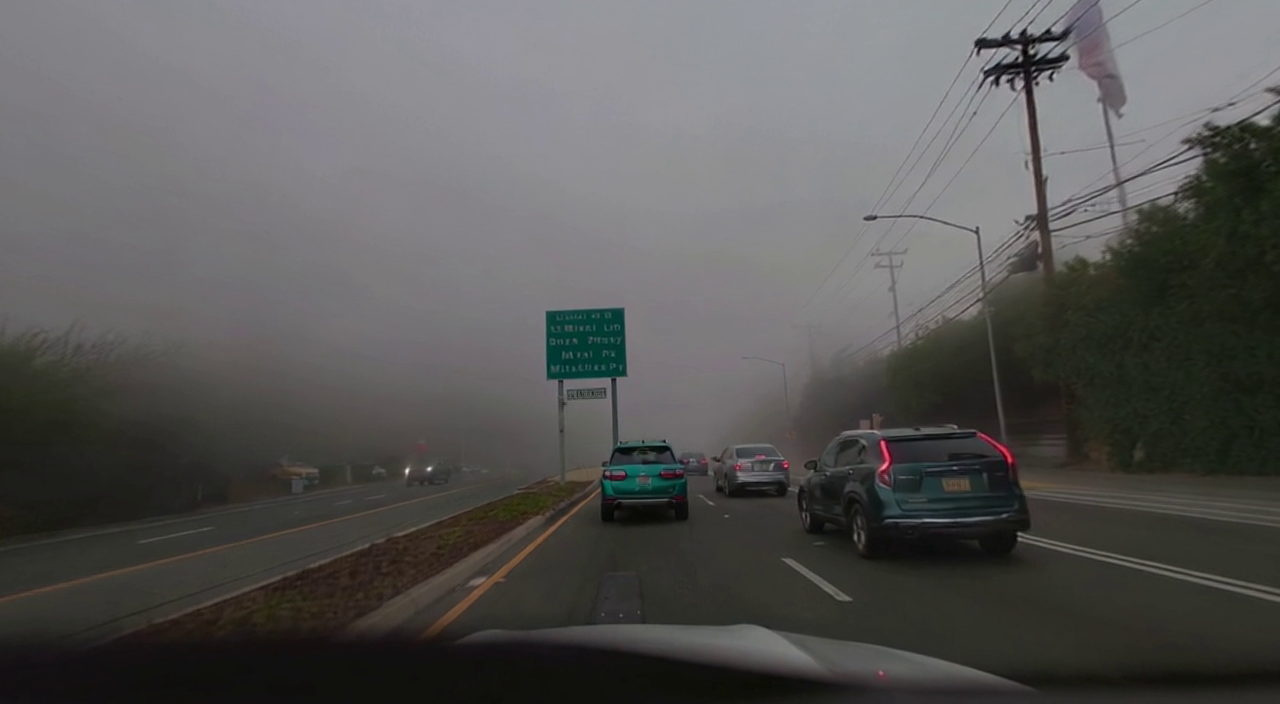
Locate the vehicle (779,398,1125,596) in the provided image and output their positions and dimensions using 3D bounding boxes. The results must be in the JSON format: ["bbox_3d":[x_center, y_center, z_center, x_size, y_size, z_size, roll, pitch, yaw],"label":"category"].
[{"bbox_3d":[3.401,1.683,8.228,2.097,1.818,4.625,0,-8,0],"label":"vehicle"}]

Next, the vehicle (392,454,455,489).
[{"bbox_3d":[-13.013,7.185,38.364,2.107,1.931,5.015,0,-8,-1],"label":"vehicle"}]

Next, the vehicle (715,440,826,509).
[{"bbox_3d":[3.316,3.188,16.924,2.064,1.591,4.081,0,-8,0],"label":"vehicle"}]

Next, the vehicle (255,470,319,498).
[{"bbox_3d":[-22.576,8.447,40.576,1.847,1.554,3.926,0,-8,0],"label":"vehicle"}]

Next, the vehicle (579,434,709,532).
[{"bbox_3d":[0.041,2.529,12.842,2.199,1.641,4.232,0,-8,-1],"label":"vehicle"}]
